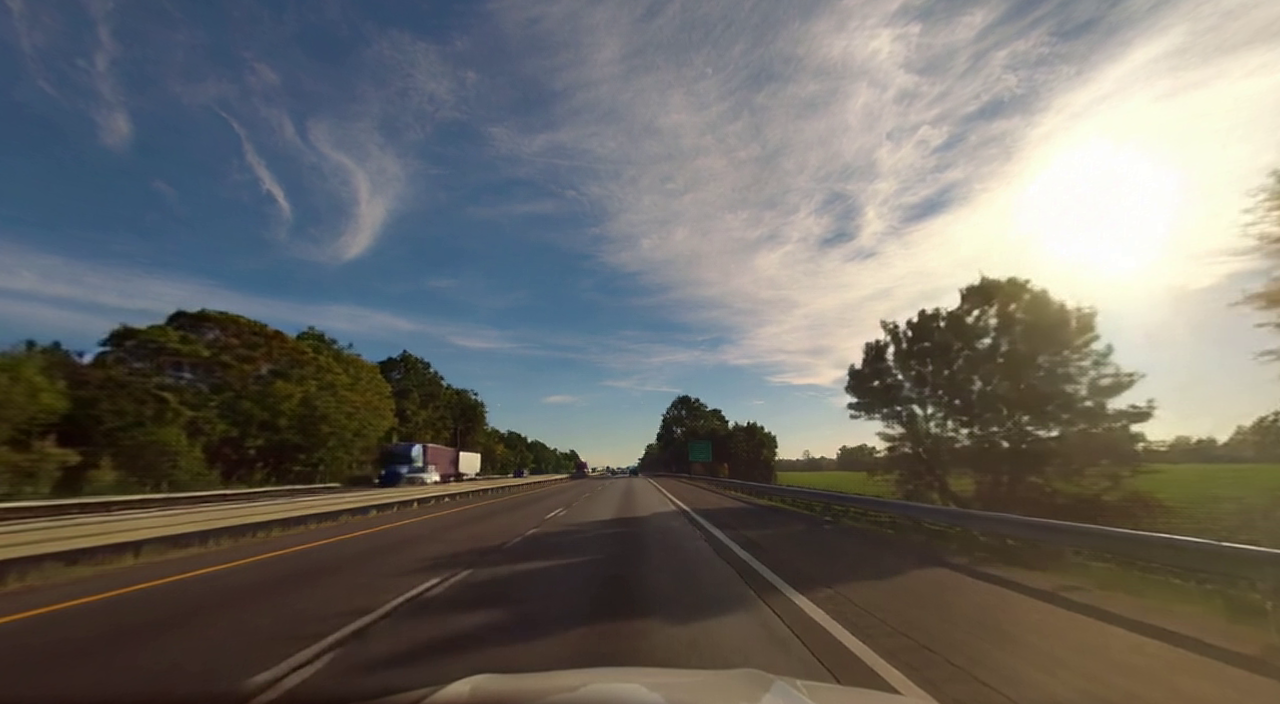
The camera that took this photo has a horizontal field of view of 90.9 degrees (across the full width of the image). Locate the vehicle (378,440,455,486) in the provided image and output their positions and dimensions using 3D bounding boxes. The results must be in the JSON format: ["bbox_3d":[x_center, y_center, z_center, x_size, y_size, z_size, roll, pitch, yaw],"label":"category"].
[{"bbox_3d":[-16.882,8.530,48.232,2.913,3.149,7.507,1,-10,1],"label":"vehicle"}]
